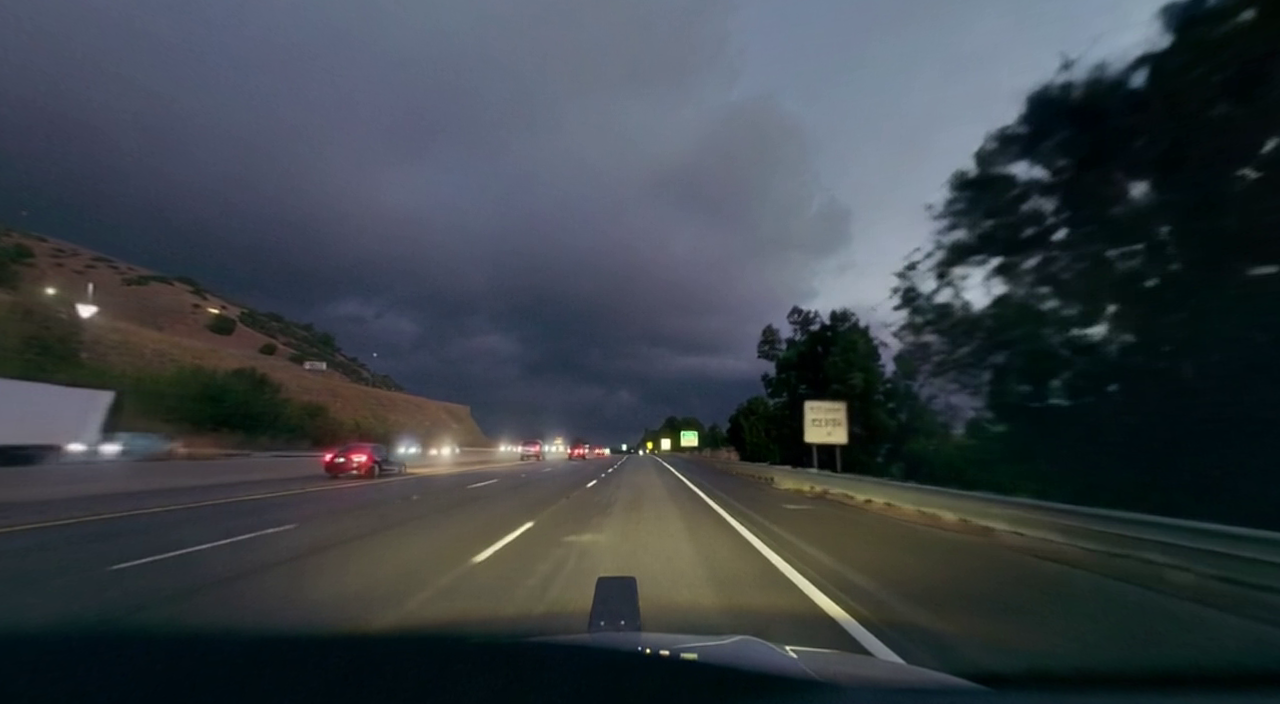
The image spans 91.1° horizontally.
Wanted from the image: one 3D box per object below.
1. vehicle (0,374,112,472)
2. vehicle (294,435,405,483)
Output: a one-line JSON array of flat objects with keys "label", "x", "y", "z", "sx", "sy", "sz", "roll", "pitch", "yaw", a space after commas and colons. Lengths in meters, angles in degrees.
[{"label": "vehicle", "x": -29.257, "y": 2.645, "z": 24.484, "sx": 2.882, "sy": 4.169, "sz": 16.623, "roll": 1, "pitch": -9, "yaw": 0}, {"label": "vehicle", "x": -10.899, "y": 4.041, "z": 24.007, "sx": 2.001, "sy": 1.625, "sz": 4.528, "roll": 0, "pitch": -9, "yaw": 1}]
